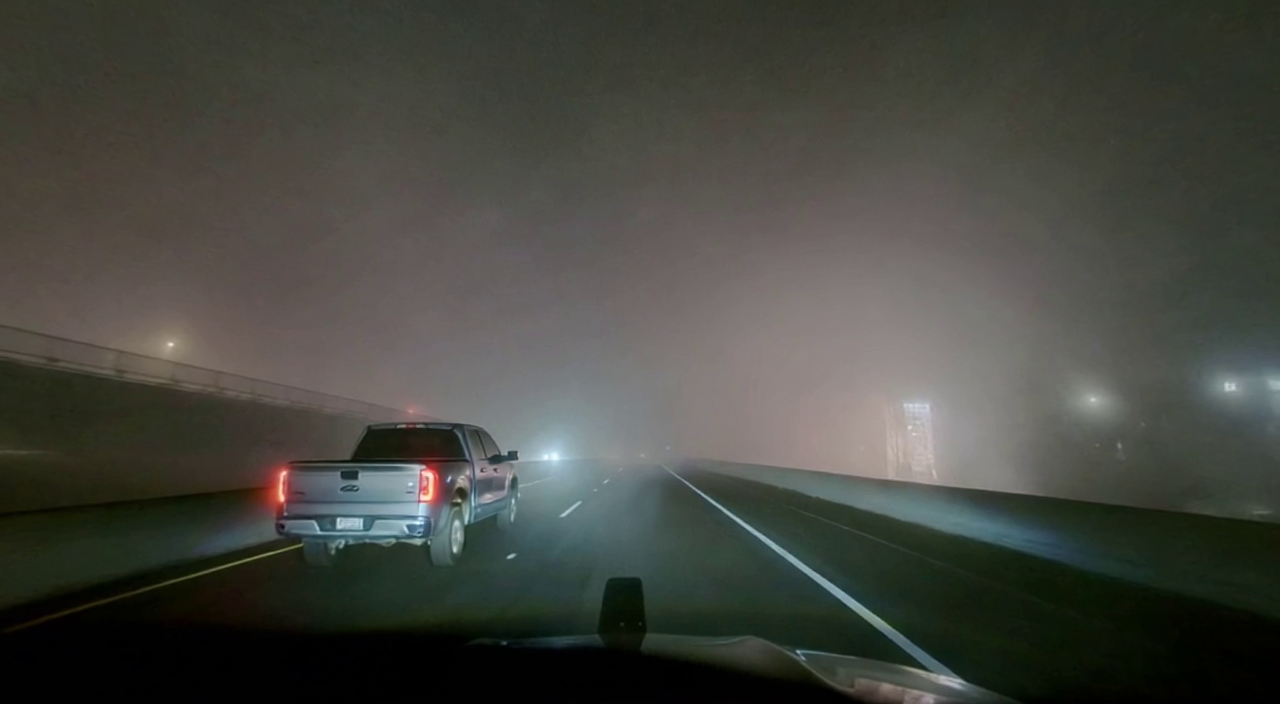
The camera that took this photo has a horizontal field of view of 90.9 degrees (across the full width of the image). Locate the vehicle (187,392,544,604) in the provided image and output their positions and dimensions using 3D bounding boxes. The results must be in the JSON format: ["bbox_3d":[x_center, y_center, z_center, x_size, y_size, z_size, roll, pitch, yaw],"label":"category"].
[{"bbox_3d":[-2.949,1.756,8.650,2.350,1.932,5.562,0,-8,0],"label":"vehicle"}]
